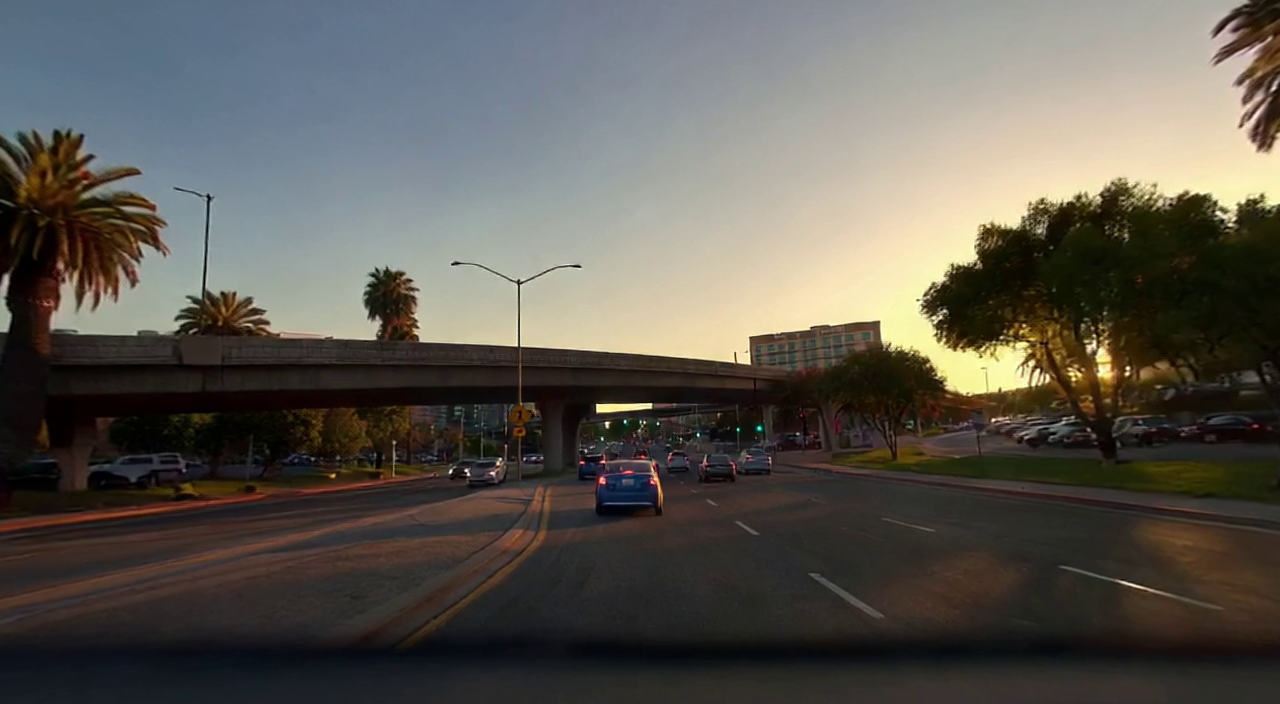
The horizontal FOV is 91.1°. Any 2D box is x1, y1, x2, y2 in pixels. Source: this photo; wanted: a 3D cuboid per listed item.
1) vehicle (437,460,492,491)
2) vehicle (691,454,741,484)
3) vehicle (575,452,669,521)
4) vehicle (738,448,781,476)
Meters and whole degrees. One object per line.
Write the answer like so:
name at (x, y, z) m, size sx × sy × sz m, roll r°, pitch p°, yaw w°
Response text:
vehicle at (-9.765, 6.898, 35.311) m, size 1.937 × 1.521 × 4.523 m, roll 0°, pitch -9°, yaw -2°
vehicle at (4.149, 6.472, 34.986) m, size 2.119 × 1.509 × 4.495 m, roll 0°, pitch -9°, yaw -1°
vehicle at (-0.468, 3.377, 16.264) m, size 2.111 × 1.506 × 4.018 m, roll 0°, pitch -9°, yaw -2°
vehicle at (8.239, 7.625, 43.743) m, size 2.027 × 1.780 × 4.518 m, roll 0°, pitch -9°, yaw 0°
